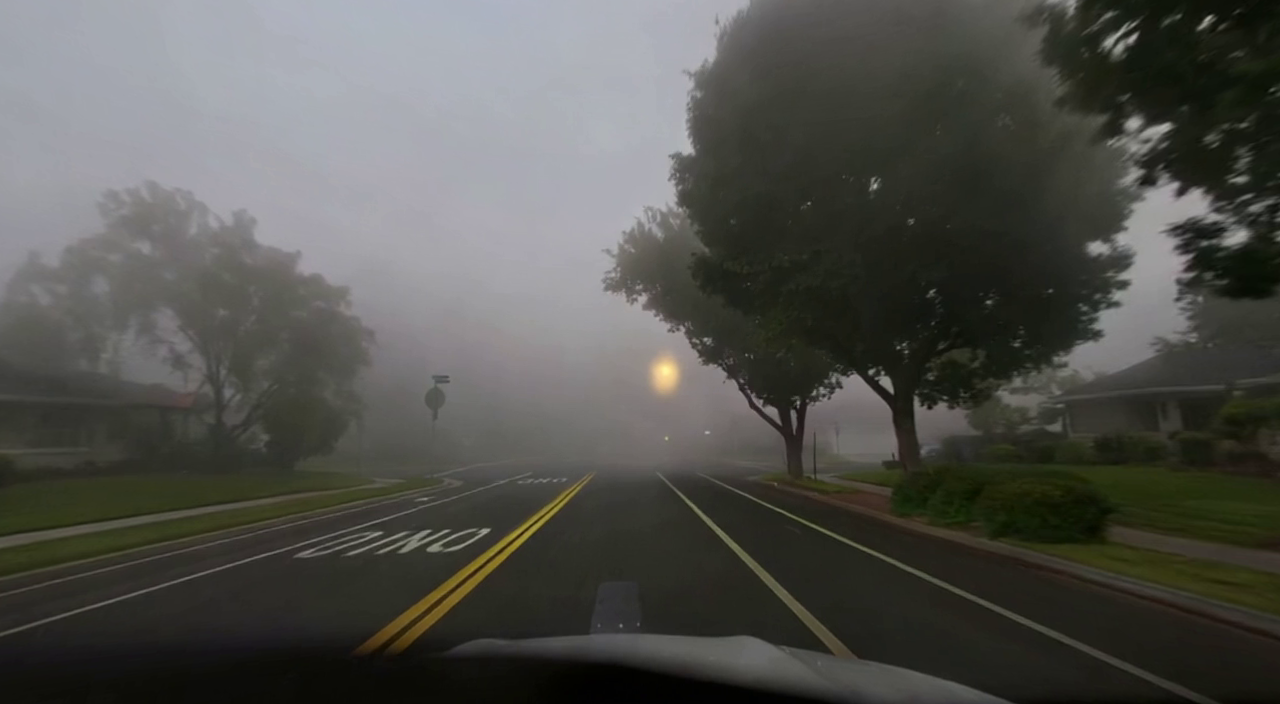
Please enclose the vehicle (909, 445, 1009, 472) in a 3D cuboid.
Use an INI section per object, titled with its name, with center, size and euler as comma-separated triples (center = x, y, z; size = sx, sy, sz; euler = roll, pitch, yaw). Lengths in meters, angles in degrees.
[vehicle]
center = 17.530, 5.851, 34.862
size = 4.368, 1.457, 2.031
euler = 0, -9, 0
